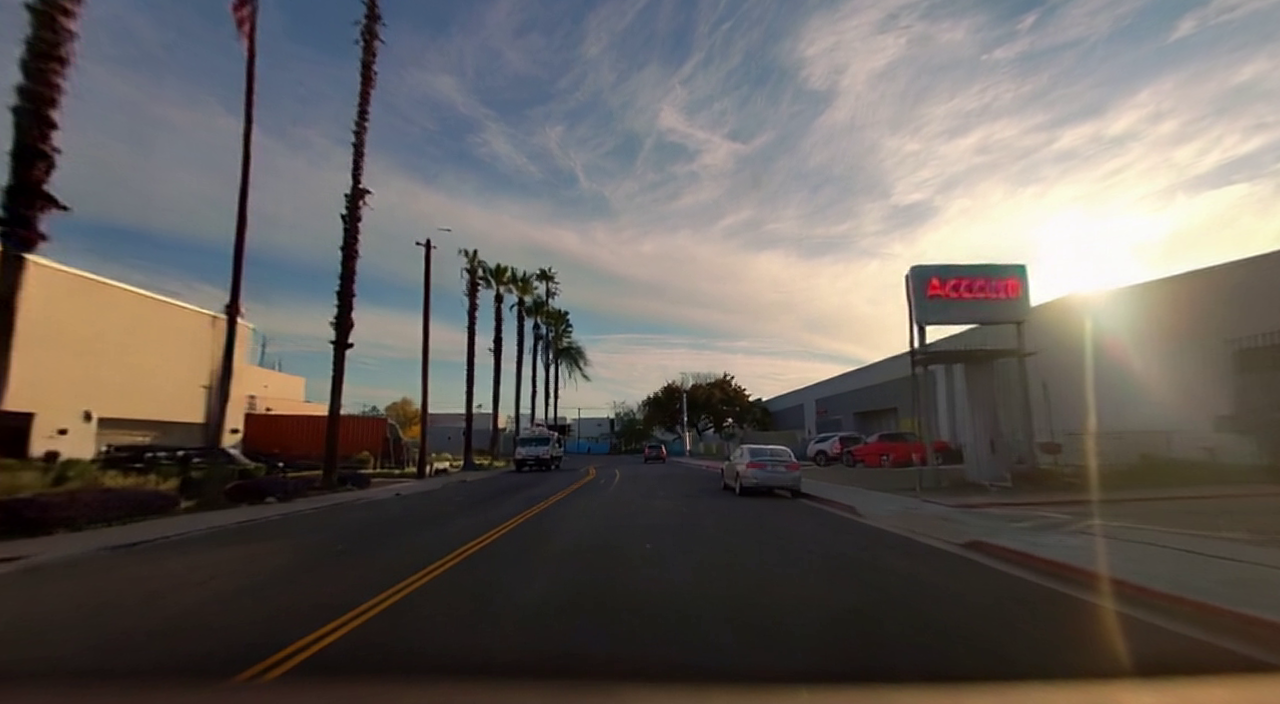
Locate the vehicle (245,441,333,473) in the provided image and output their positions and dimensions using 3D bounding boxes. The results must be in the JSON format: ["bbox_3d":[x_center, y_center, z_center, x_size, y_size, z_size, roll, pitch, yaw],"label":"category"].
[{"bbox_3d":[-20.417,6.142,37.095,2.152,1.746,5.461,0,-9,-1],"label":"vehicle"}]

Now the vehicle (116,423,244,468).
[{"bbox_3d":[-35.728,7.301,49.204,7.633,3.371,2.994,-1,-9,4],"label":"vehicle"}]

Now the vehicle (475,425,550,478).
[{"bbox_3d":[-7.564,5.997,38.347,2.845,2.738,7.208,-3,-9,2],"label":"vehicle"}]

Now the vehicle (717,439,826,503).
[{"bbox_3d":[3.647,3.389,18.463,2.111,1.611,4.576,0,-9,-1],"label":"vehicle"}]

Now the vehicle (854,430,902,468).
[{"bbox_3d":[12.659,5.115,33.412,2.159,1.840,4.404,-3,-9,22],"label":"vehicle"}]

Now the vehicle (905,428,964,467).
[{"bbox_3d":[15.274,4.989,33.041,2.311,1.876,4.987,-3,-9,20],"label":"vehicle"}]

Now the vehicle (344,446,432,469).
[{"bbox_3d":[-16.596,6.950,41.725,4.890,1.483,2.055,0,-9,3],"label":"vehicle"}]
